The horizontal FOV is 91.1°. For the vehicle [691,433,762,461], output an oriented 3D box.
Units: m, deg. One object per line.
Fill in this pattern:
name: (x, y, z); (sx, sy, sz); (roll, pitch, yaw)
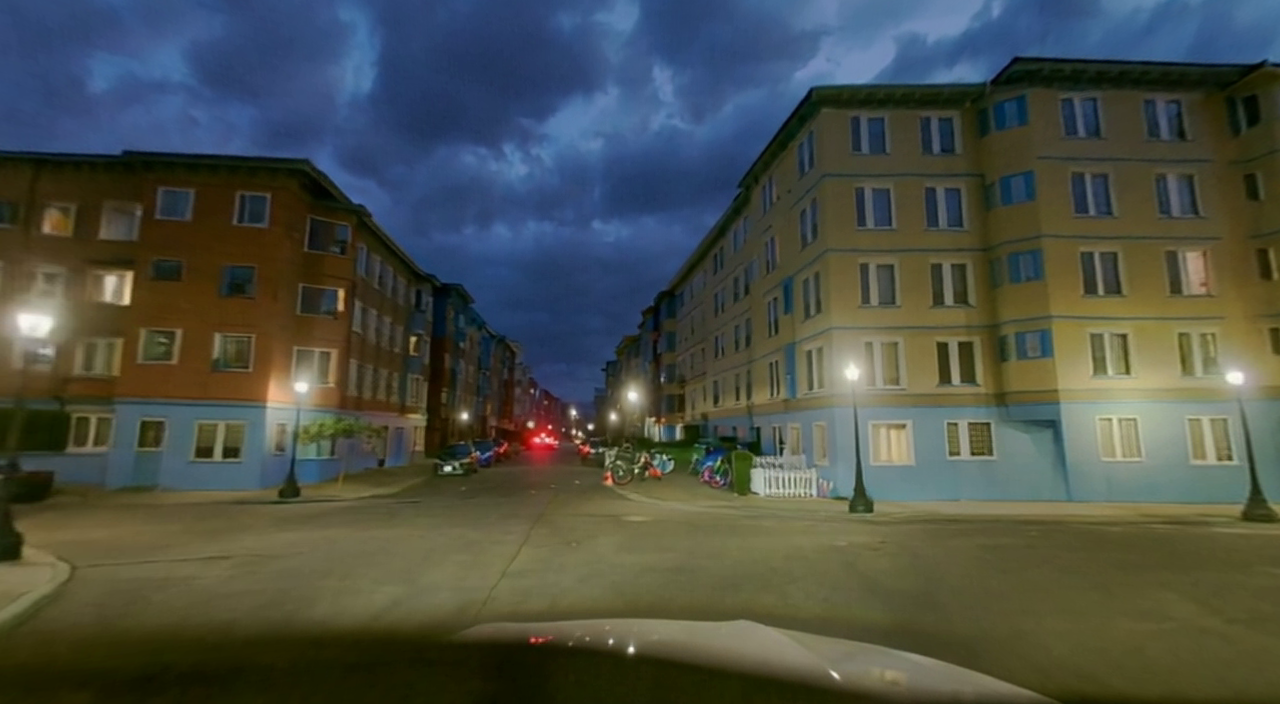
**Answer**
vehicle: (4.525, 4.974, 33.092); (3.404, 1.431, 1.641); (1, -8, -7)

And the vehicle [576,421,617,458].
vehicle: (-2.646, 5.191, 37.359); (2.072, 2.074, 4.358); (1, -8, -9)

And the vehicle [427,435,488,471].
vehicle: (-7.910, 4.392, 27.603); (1.897, 1.431, 3.741); (1, -8, -6)
